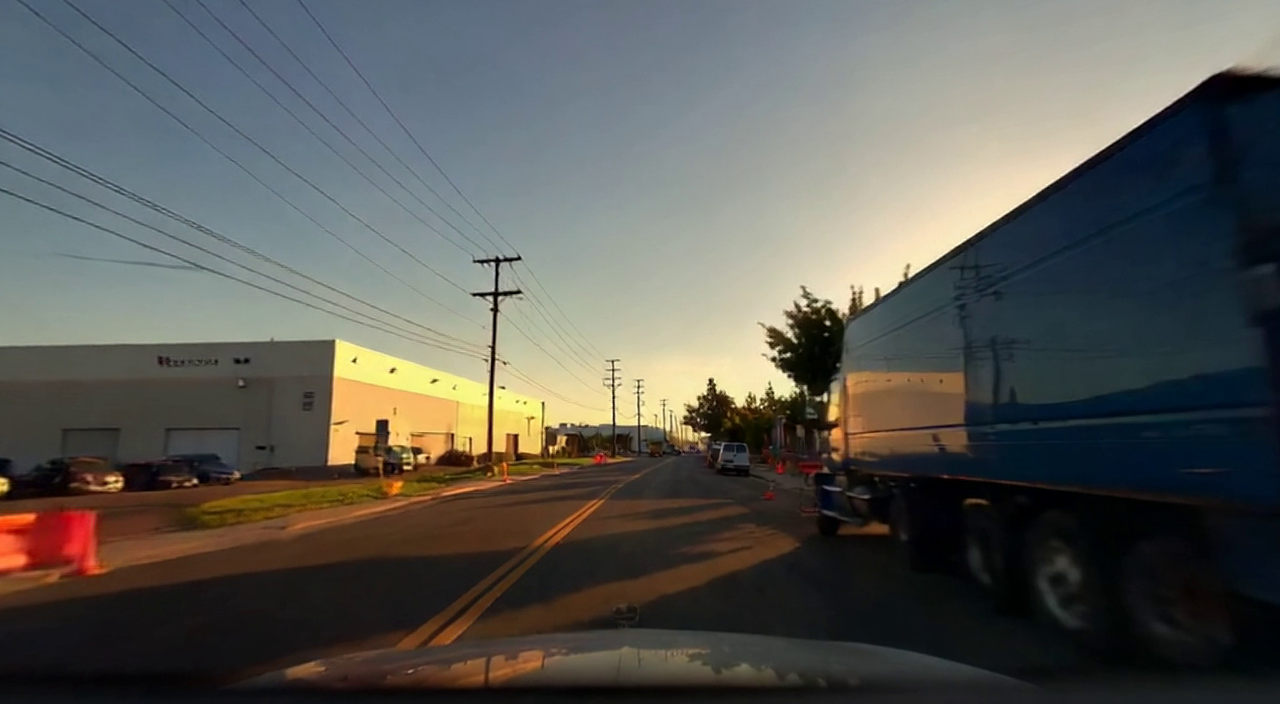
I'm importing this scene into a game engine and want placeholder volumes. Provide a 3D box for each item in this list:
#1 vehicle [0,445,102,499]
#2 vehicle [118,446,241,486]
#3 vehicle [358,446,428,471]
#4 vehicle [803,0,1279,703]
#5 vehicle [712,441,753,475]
[{"bbox_3d":[-23.235,4.372,23.049,5.007,1.837,2.050,1,-9,-7],"label":"vehicle"},{"bbox_3d":[-22.897,5.674,31.581,4.417,1.867,2.030,1,-8,-5],"label":"vehicle"},{"bbox_3d":[-17.433,7.503,44.897,2.102,1.628,5.130,-2,-8,11],"label":"vehicle"},{"bbox_3d":[4.115,0.553,6.111,3.058,3.269,7.674,0,-9,0],"label":"vehicle"},{"bbox_3d":[5.724,6.596,39.705,2.010,1.985,5.124,0,-8,2],"label":"vehicle"}]
